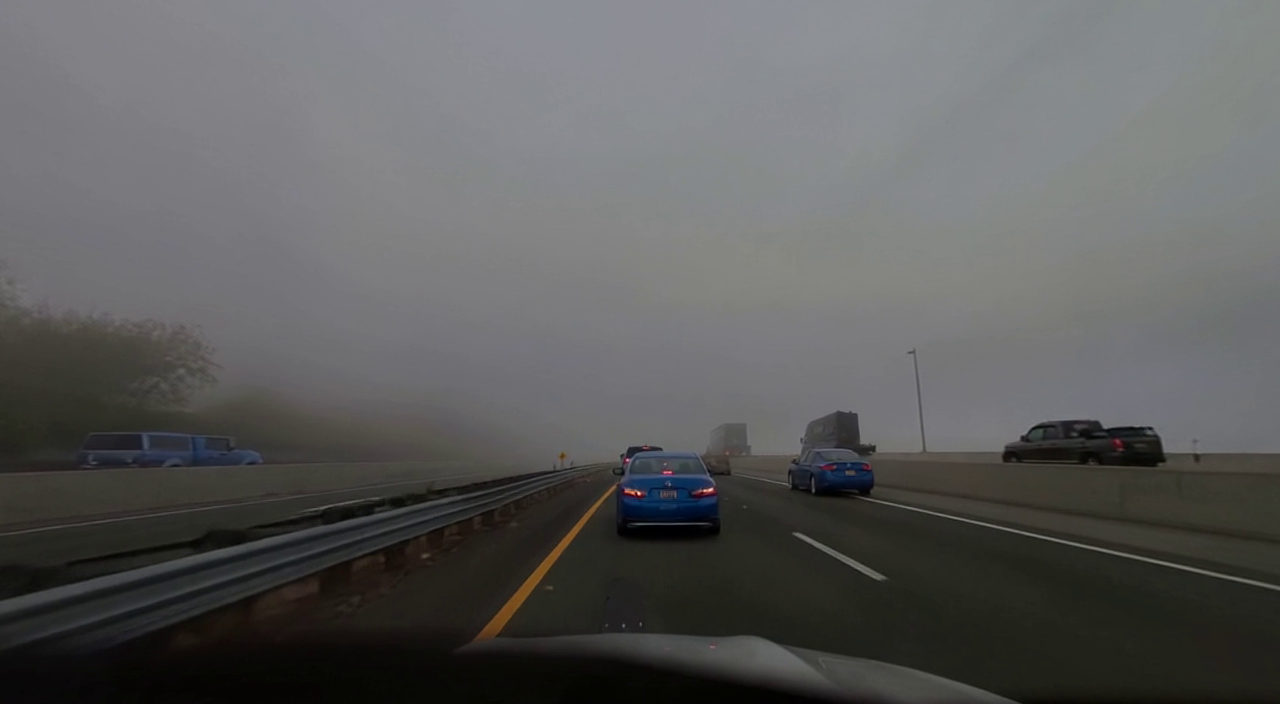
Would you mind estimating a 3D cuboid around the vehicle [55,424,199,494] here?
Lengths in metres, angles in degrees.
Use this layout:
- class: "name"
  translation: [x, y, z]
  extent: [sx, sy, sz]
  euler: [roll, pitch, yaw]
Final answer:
- class: "vehicle"
  translation: [-33.521, 6.961, 41.714]
  extent: [2.902, 3.981, 7.819]
  euler: [-3, -8, 0]

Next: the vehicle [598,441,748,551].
- class: "vehicle"
  translation: [0.416, 2.293, 10.668]
  extent: [2.076, 1.485, 3.774]
  euler: [0, -9, -1]

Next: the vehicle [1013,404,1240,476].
- class: "vehicle"
  translation: [31.548, 6.063, 42.488]
  extent: [2.822, 3.996, 14.073]
  euler: [1, -9, -7]

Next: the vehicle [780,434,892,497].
- class: "vehicle"
  translation: [6.331, 3.725, 21.024]
  extent: [2.177, 1.827, 4.565]
  euler: [0, -9, -1]
